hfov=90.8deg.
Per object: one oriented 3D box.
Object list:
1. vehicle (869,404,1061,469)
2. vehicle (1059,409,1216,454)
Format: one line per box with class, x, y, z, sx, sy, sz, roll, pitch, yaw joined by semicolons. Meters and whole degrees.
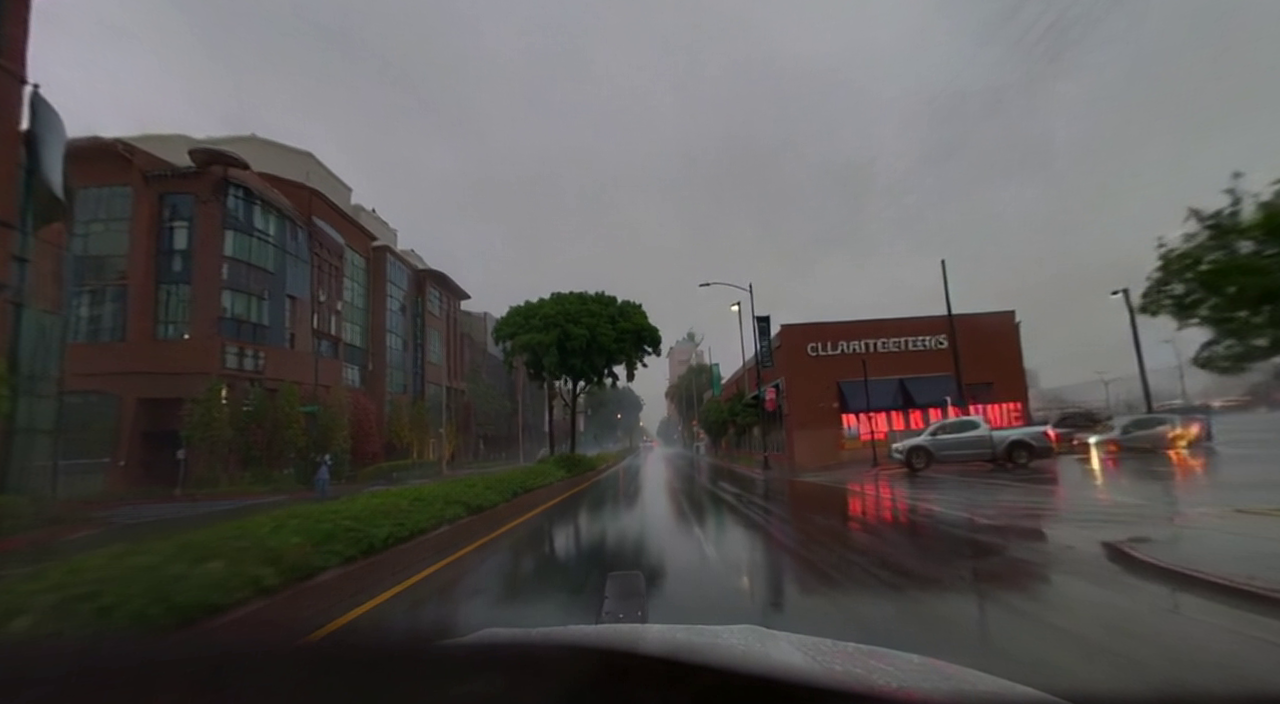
vehicle;9.737;2.626;19.403;4.694;1.826;2.226;-2;-8;11
vehicle;17.876;2.950;23.059;1.858;1.480;4.658;0;-8;-2
